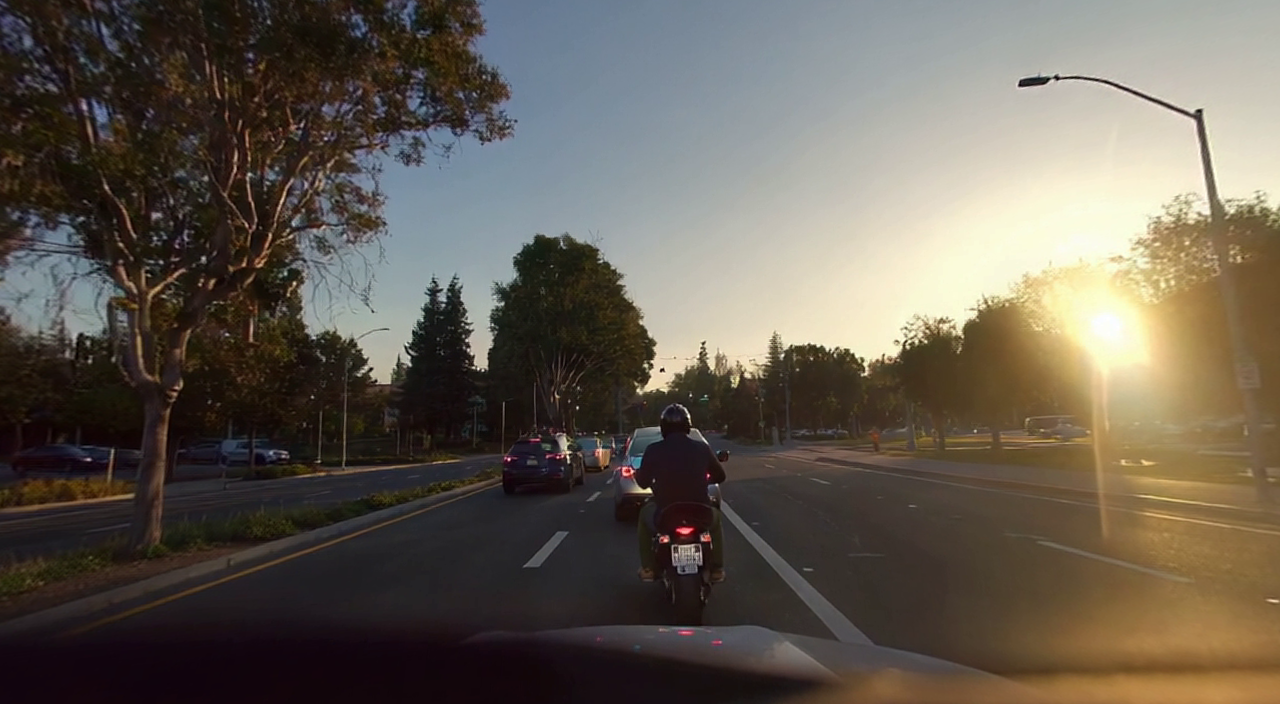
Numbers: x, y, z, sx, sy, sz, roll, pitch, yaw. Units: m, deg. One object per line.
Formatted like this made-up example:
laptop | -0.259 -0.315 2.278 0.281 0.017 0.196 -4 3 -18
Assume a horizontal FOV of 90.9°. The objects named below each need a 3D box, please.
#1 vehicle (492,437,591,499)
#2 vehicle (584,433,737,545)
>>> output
vehicle | -2.563 3.114 17.370 1.979 1.499 3.840 -1 -8 2
vehicle | 0.332 2.146 10.676 2.009 1.450 4.608 -1 -8 2
